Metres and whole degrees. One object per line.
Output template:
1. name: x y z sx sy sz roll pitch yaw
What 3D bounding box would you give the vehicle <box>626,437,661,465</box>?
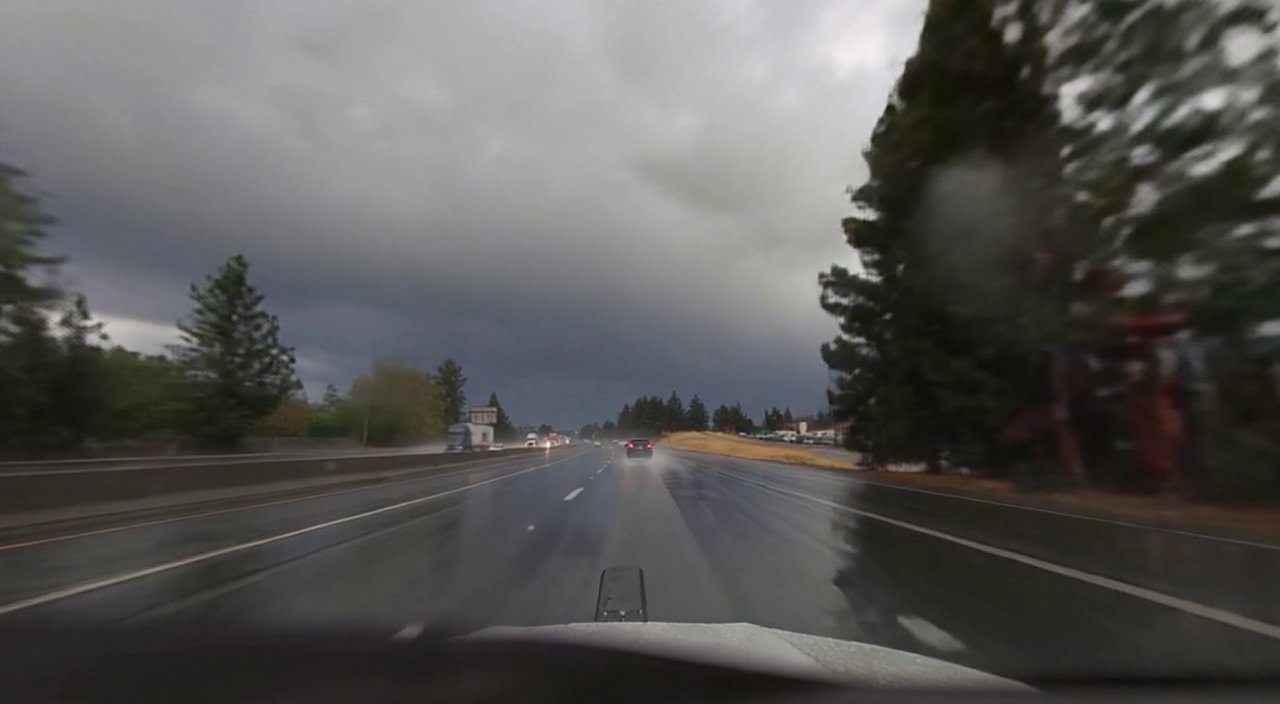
1. vehicle: 0.151 6.293 39.935 2.029 1.666 4.064 0 -8 -2
